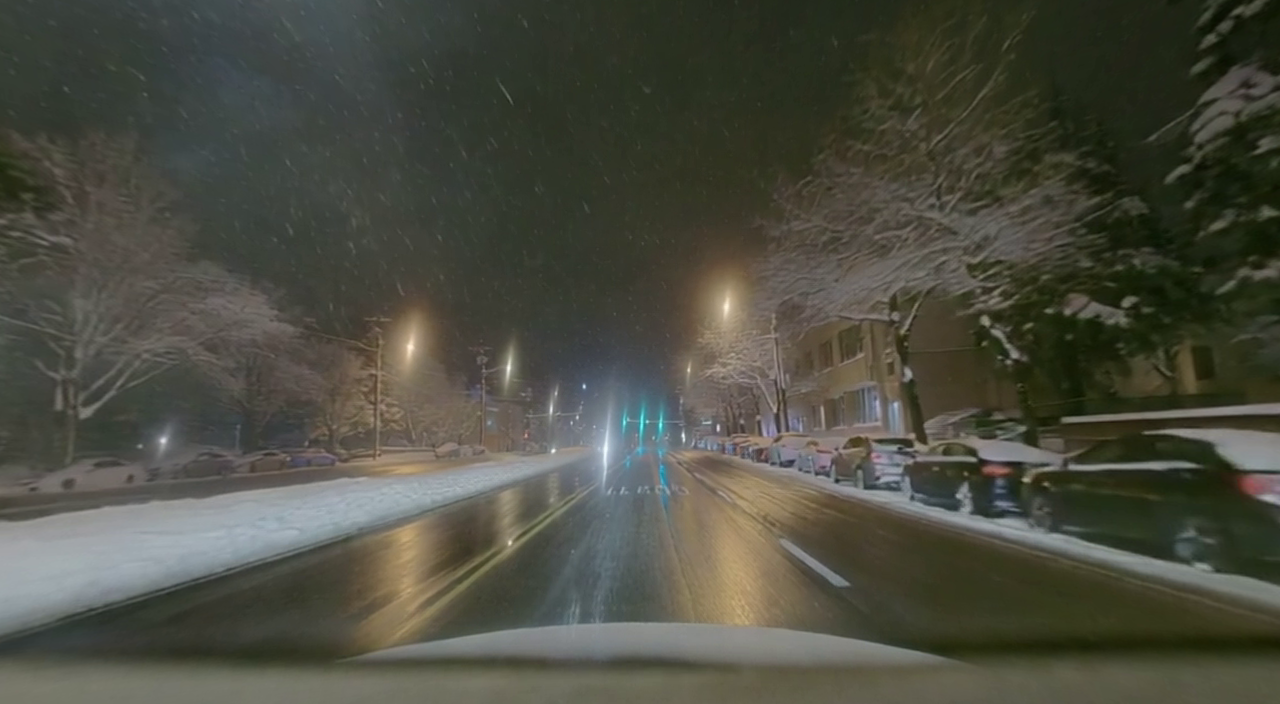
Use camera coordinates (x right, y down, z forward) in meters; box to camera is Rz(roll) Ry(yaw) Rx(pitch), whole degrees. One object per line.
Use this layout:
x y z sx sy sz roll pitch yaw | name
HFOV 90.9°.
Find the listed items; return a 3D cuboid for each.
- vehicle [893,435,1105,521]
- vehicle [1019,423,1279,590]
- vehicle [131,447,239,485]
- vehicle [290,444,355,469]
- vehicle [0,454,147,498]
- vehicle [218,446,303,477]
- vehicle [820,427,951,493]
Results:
7.179 2.532 13.298 1.788 1.475 4.493 0 -8 -1 | vehicle
7.074 1.751 7.872 1.964 1.559 4.533 1 -8 2 | vehicle
-22.090 5.518 30.865 1.990 1.525 4.387 -5 -8 1 | vehicle
-21.630 7.131 43.174 1.936 1.538 4.777 -2 -8 0 | vehicle
-22.021 4.749 24.570 1.795 1.415 4.664 -3 -8 1 | vehicle
-21.785 6.273 36.472 1.827 1.518 4.870 -3 -8 2 | vehicle
7.126 3.194 18.993 1.963 1.701 5.028 0 -8 1 | vehicle
